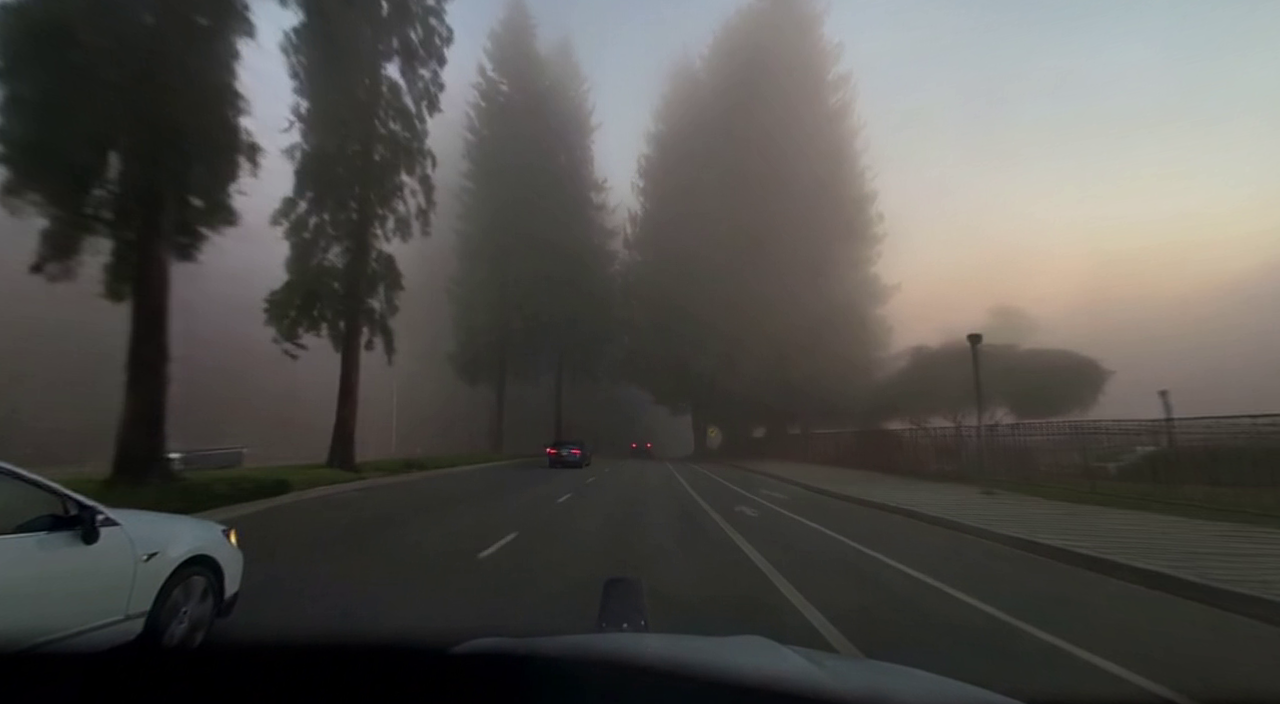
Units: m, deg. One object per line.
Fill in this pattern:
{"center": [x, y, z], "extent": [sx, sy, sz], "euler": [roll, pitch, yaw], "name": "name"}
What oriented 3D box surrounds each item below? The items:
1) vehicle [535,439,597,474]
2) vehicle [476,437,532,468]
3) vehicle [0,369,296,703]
{"center": [-3.344, 4.805, 29.293], "extent": [2.188, 1.473, 4.651], "euler": [0, -8, 2], "name": "vehicle"}
{"center": [-7.293, 5.441, 34.380], "extent": [2.110, 1.529, 4.743], "euler": [0, -8, -1], "name": "vehicle"}
{"center": [-3.874, 0.807, 2.435], "extent": [2.190, 1.545, 4.943], "euler": [0, -8, 2], "name": "vehicle"}
